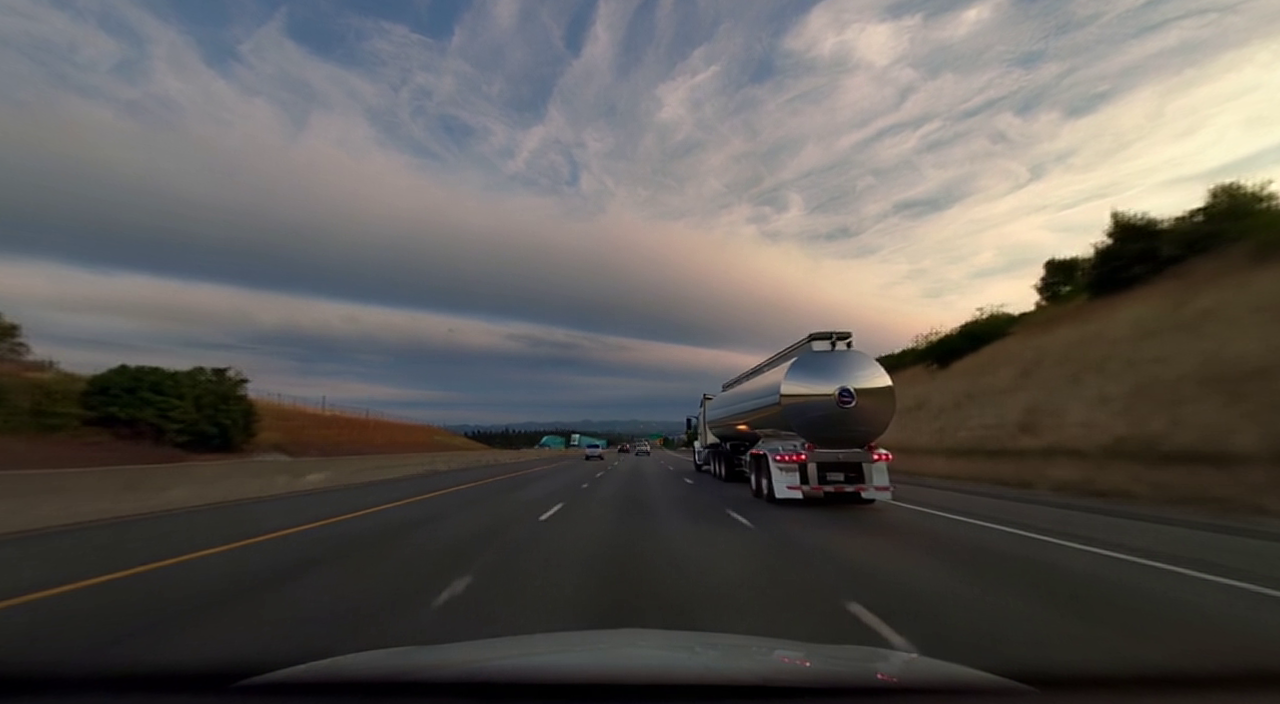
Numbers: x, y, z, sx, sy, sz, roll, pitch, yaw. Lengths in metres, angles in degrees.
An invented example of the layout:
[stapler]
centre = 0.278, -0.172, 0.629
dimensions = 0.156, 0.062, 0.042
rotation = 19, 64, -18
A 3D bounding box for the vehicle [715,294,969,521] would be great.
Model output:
[vehicle]
centre = 3.870, 1.595, 15.240
dimensions = 2.759, 3.734, 9.708
rotation = 0, -9, -1
